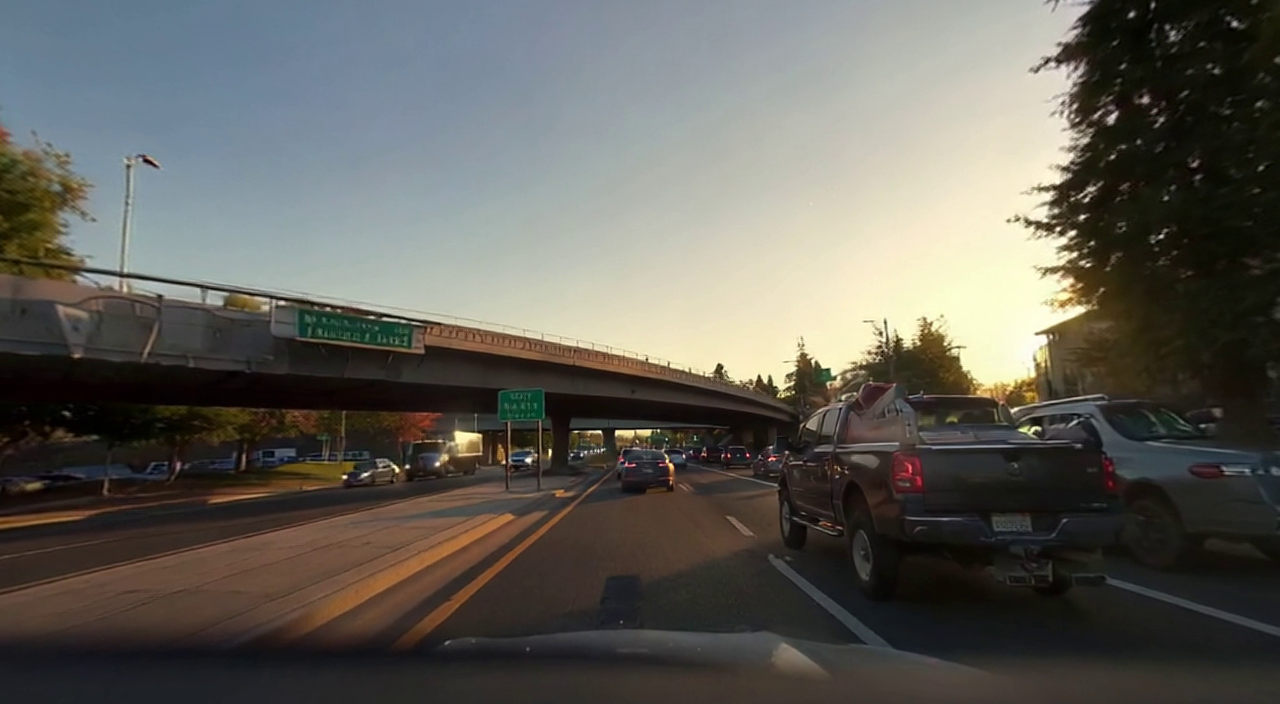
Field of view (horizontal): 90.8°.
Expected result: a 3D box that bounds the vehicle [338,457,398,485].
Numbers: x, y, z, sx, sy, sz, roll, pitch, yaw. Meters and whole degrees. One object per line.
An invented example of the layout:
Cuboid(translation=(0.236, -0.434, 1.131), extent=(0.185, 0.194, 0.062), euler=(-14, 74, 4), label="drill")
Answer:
Cuboid(translation=(-19.225, 8.431, 44.890), extent=(2.091, 1.771, 4.727), euler=(0, -9, 0), label="vehicle")

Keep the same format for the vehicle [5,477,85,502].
Cuboid(translation=(-45.191, 10.444, 48.043), extent=(4.067, 1.637, 1.836), euler=(-1, -10, -1), label="vehicle")

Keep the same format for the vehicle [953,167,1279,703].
Cuboid(translation=(3.360, 0.509, 1.611), extent=(2.588, 2.321, 4.927), euler=(0, -9, 1), label="vehicle")

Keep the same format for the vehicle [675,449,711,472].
Cuboid(translation=(3.420, 7.071, 41.474), extent=(1.962, 1.431, 4.205), euler=(0, -9, 0), label="vehicle")

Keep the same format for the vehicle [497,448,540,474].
Cuboid(translation=(-8.773, 7.882, 46.060), extent=(2.165, 1.764, 4.671), euler=(0, -9, 1), label="vehicle")

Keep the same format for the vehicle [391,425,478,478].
Cuboid(translation=(-15.772, 7.782, 49.696), extent=(3.206, 3.617, 10.684), euler=(0, -9, 0), label="vehicle")

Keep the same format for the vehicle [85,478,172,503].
Cuboid(translation=(-32.656, 8.863, 40.397), extent=(3.907, 1.435, 1.765), euler=(0, -9, -2), label="vehicle")

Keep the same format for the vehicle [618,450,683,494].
Cuboid(translation=(0.328, 4.008, 21.473), extent=(2.027, 1.341, 3.775), euler=(0, -9, 0), label="vehicle")

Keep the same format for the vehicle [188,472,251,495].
Cuboid(translation=(-31.999, 10.011, 48.114), extent=(3.691, 1.460, 1.668), euler=(-4, -10, 3), label="vehicle")
